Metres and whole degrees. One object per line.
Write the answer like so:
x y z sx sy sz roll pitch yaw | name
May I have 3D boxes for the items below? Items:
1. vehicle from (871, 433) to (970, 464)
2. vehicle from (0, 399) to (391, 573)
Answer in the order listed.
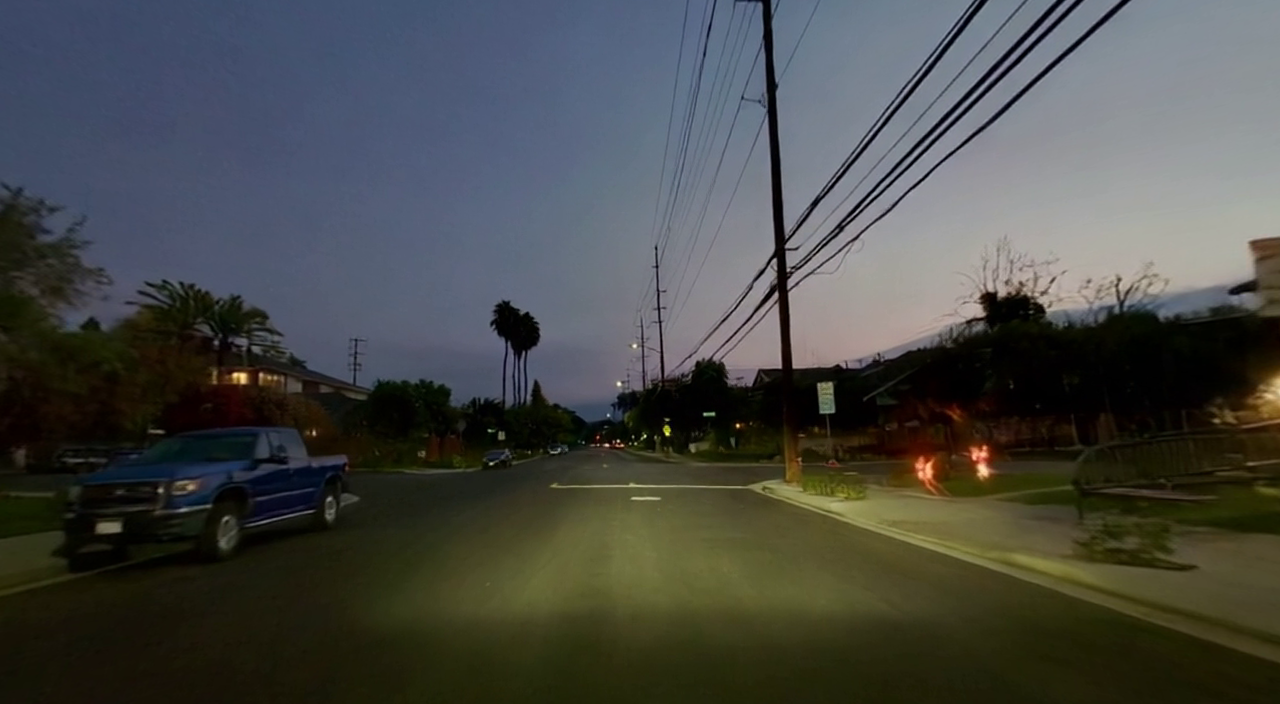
15.211 5.245 34.406 4.381 1.645 2.013 0 -8 -3 | vehicle
-6.548 2.043 10.668 2.455 2.045 6.171 0 -8 -3 | vehicle
